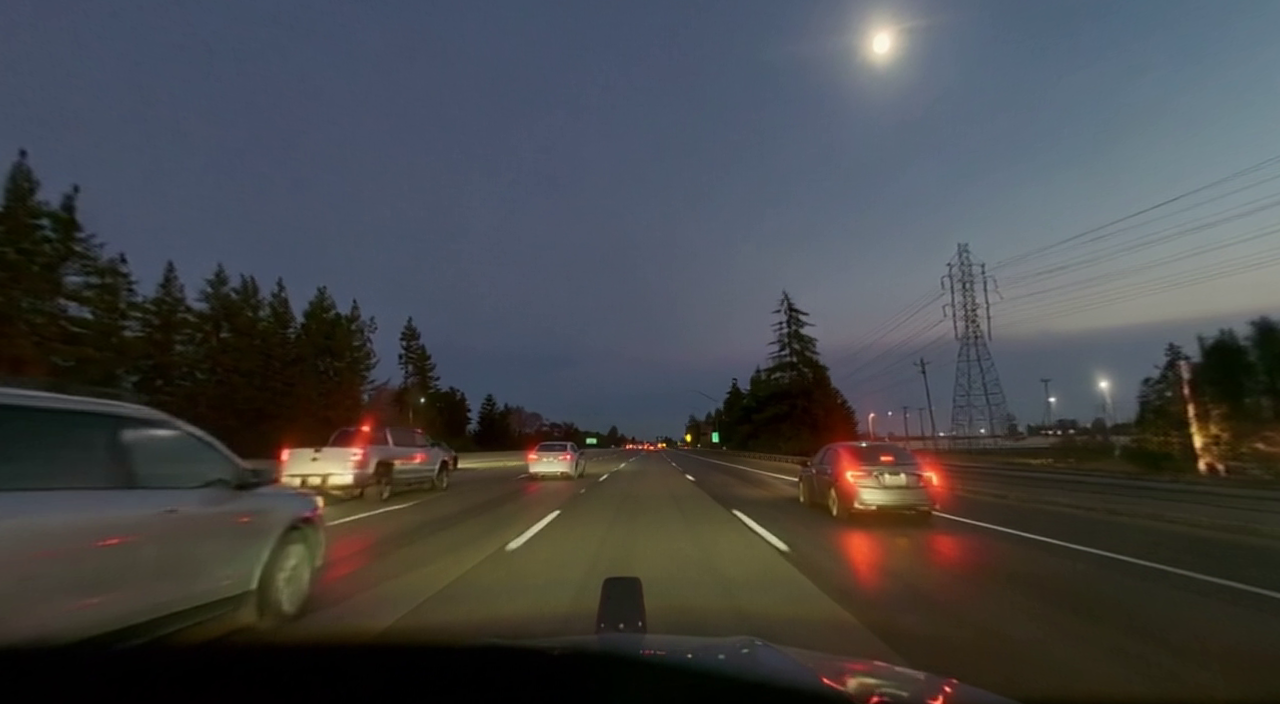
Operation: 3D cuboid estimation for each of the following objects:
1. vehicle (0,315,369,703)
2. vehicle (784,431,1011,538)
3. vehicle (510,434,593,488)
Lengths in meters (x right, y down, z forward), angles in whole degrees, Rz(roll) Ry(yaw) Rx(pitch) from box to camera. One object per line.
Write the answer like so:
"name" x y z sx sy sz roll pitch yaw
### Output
"vehicle" -3.396 0.869 3.013 2.133 1.775 4.530 0 -8 1
"vehicle" 4.145 2.206 11.206 2.022 1.472 4.678 0 -8 0
"vehicle" -2.971 3.773 22.198 2.133 1.668 4.505 0 -8 2
